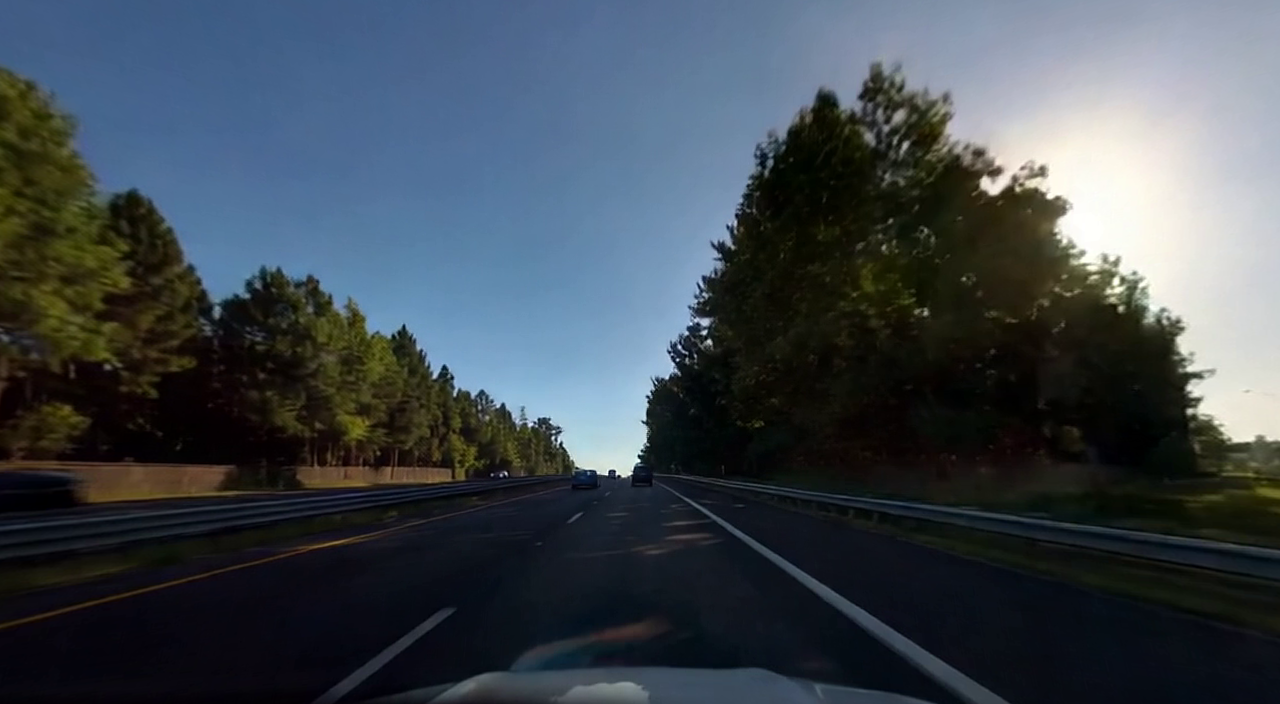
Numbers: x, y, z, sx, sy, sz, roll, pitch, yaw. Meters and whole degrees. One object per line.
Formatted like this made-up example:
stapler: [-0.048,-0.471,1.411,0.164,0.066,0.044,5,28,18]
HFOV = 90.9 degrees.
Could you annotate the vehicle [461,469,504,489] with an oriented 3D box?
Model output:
vehicle: [-12.229,9.870,49.112,2.262,1.458,4.250,1,-10,-1]

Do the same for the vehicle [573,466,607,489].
vehicle: [-3.467,8.817,44.466,2.047,1.523,4.279,1,-11,1]

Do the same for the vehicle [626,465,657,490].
vehicle: [0.108,8.889,44.737,2.065,1.596,3.869,1,-11,1]
